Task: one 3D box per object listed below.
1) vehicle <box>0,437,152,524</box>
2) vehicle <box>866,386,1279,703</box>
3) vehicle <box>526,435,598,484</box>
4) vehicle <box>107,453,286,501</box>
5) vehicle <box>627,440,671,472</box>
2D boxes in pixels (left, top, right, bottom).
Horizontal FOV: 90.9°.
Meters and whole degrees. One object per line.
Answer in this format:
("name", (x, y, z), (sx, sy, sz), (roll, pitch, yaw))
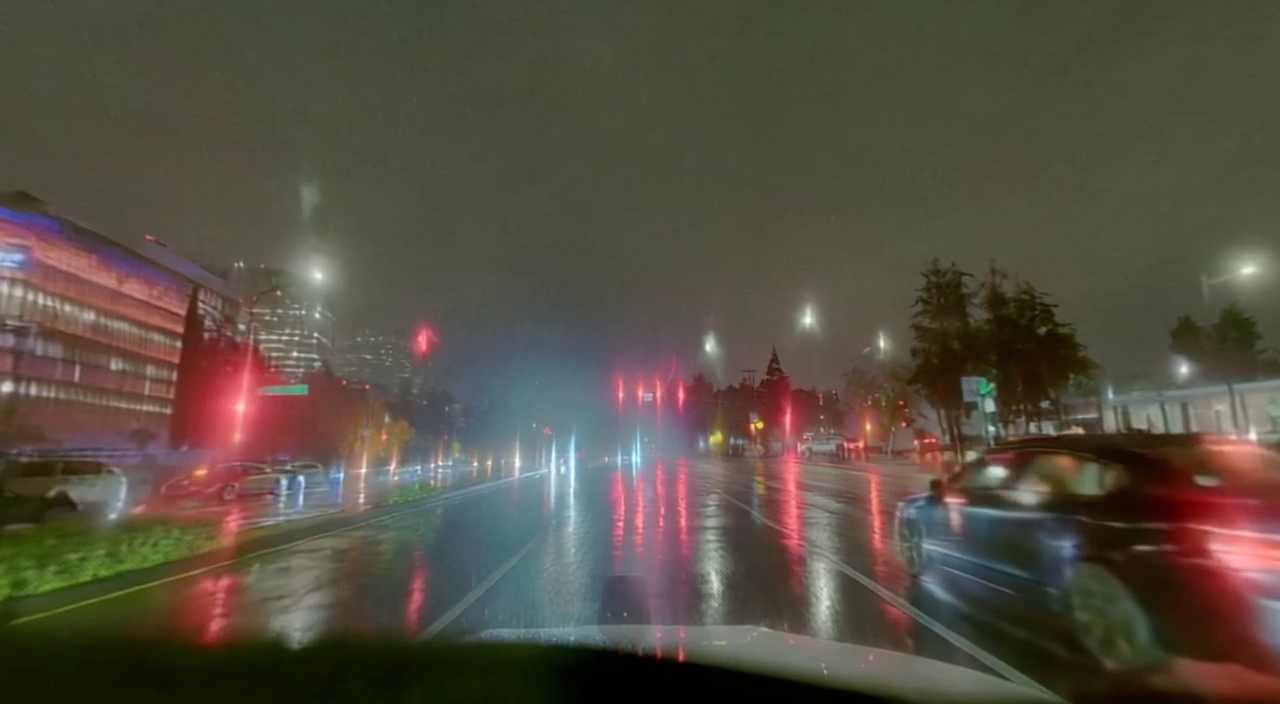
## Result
("vehicle", (-15.336, 3.054, 15.275), (2.337, 1.895, 5.872), (0, -8, -1))
("vehicle", (3.746, 1.243, 4.951), (2.109, 1.510, 4.927), (0, -8, 0))
("vehicle", (-2.861, 4.077, 24.231), (2.057, 1.678, 4.639), (0, -8, 1))
("vehicle", (-14.842, 4.191, 21.294), (4.481, 1.455, 2.068), (-1, -8, 2))
("vehicle", (0.421, 5.192, 31.649), (2.059, 1.477, 3.988), (0, -8, 0))
